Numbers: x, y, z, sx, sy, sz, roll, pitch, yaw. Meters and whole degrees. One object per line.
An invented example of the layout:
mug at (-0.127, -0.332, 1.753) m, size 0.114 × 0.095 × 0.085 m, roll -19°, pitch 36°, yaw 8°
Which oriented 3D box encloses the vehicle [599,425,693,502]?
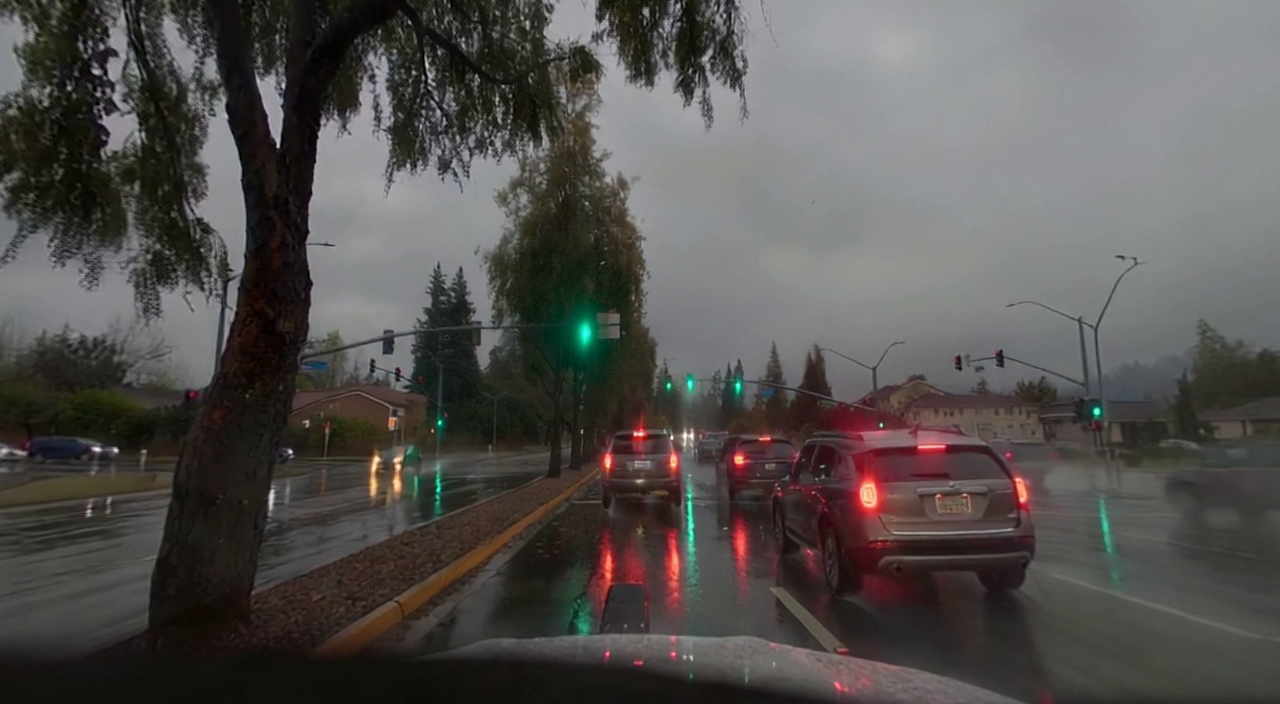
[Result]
vehicle at (0.073, 2.788, 16.158) m, size 2.099 × 1.705 × 4.020 m, roll 0°, pitch -8°, yaw -2°

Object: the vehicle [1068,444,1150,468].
vehicle at (33.098, 7.360, 44.520) m, size 4.215 × 1.618 × 1.949 m, roll 0°, pitch -8°, yaw -2°

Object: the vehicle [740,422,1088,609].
vehicle at (2.553, 1.642, 7.323) m, size 2.009 × 1.480 × 4.423 m, roll 0°, pitch -8°, yaw -1°

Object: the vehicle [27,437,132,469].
vehicle at (-36.855, 6.628, 41.532) m, size 4.771 × 1.778 × 2.032 m, roll 3°, pitch -8°, yaw -2°

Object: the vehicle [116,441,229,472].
vehicle at (-26.341, 5.883, 35.634) m, size 4.724 × 1.630 × 1.968 m, roll 0°, pitch -8°, yaw -3°

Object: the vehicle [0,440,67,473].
vehicle at (-35.041, 5.778, 34.937) m, size 4.465 × 1.693 × 1.959 m, roll 2°, pitch -9°, yaw -1°
